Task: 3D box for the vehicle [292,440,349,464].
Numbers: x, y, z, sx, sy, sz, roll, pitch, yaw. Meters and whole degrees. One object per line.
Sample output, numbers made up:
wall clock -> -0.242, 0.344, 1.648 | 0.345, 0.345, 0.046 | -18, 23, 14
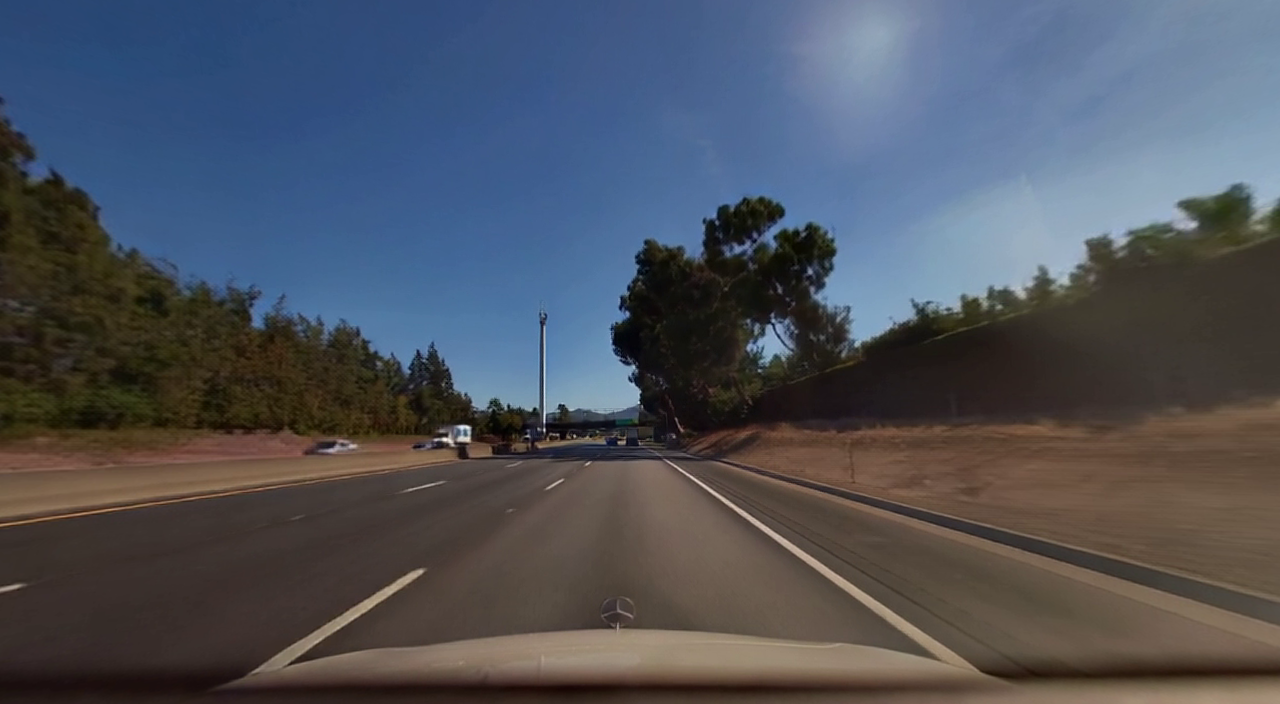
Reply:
vehicle -> -20.900, 6.518, 41.252 | 1.743, 1.499, 3.723 | 0, -8, 0
